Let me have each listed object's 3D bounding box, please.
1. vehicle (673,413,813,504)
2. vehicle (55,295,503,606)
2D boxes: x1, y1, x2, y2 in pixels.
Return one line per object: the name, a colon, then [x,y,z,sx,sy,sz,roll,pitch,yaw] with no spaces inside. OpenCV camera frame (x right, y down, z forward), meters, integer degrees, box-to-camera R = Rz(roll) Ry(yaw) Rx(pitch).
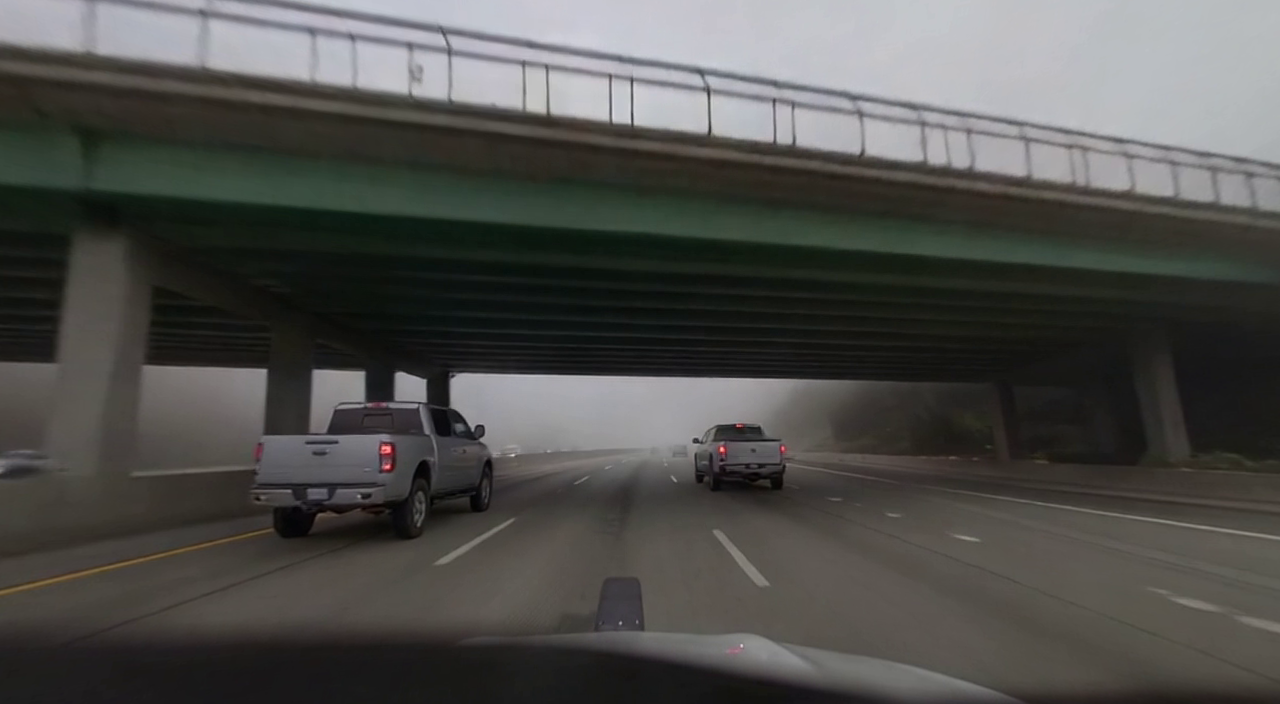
vehicle: [2.492,2.864,17.365,2.693,2.044,5.882,0,-9,-2]
vehicle: [-3.729,1.271,8.517,2.369,2.682,6.088,0,-9,0]
